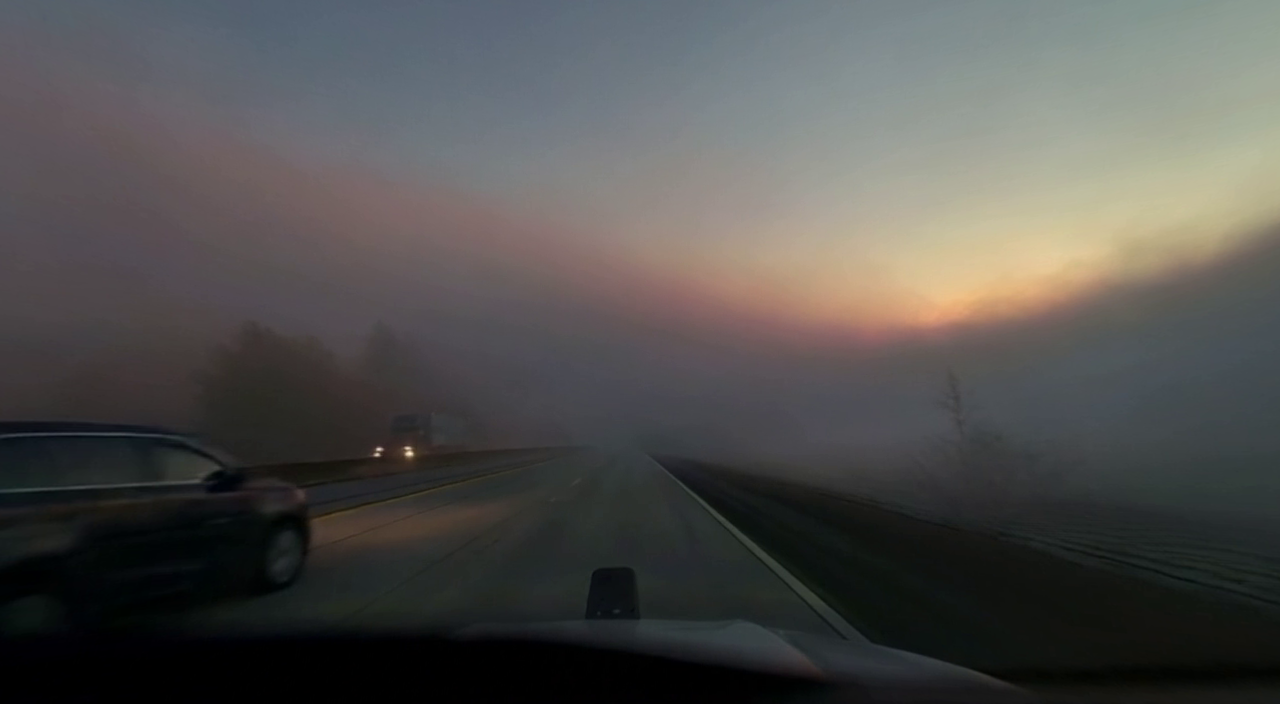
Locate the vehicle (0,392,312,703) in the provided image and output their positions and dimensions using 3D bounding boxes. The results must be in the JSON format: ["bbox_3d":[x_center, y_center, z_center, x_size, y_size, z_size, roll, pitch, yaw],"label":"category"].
[{"bbox_3d":[-4.250,1.078,3.586,2.202,1.587,4.754,-1,-8,0],"label":"vehicle"}]

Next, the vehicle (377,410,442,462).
[{"bbox_3d":[-18.124,6.689,49.929,2.950,3.801,5.860,-1,-8,-1],"label":"vehicle"}]
